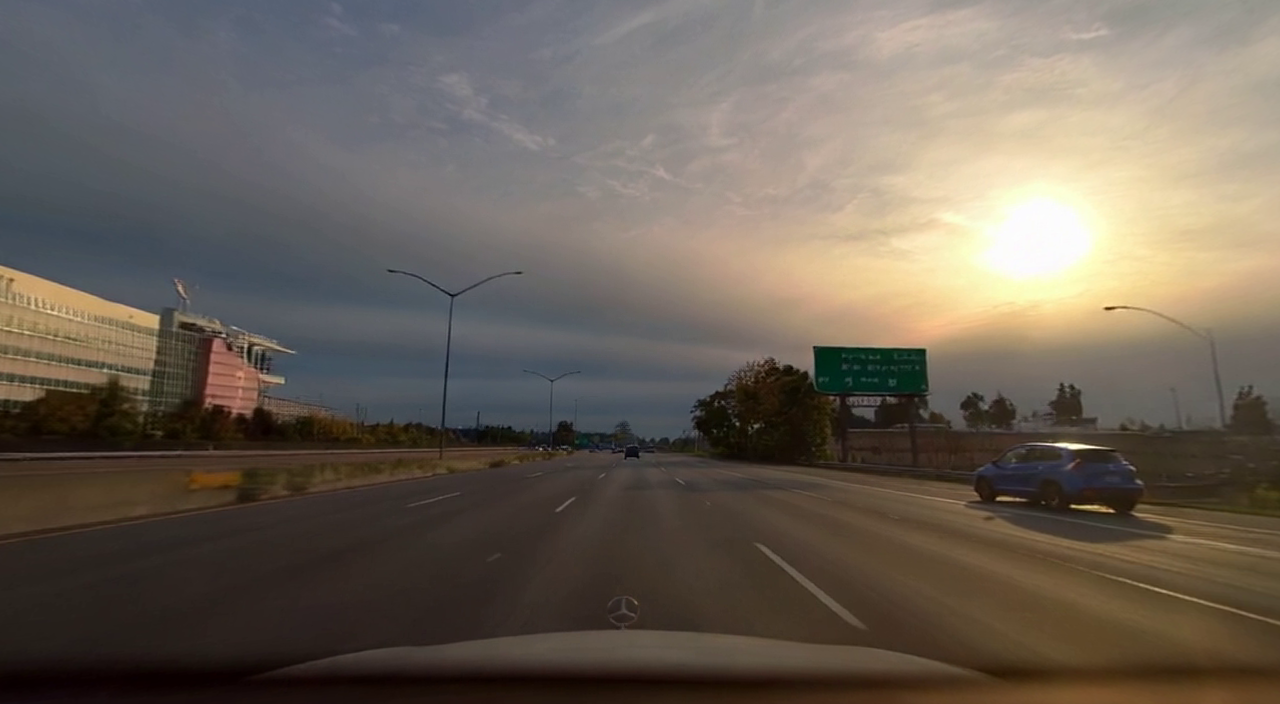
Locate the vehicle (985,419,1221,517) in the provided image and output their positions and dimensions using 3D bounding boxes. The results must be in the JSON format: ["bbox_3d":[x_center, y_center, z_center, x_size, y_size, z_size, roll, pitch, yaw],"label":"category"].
[{"bbox_3d":[12.625,3.202,17.886,2.411,2.326,5.300,0,-9,-3],"label":"vehicle"}]
